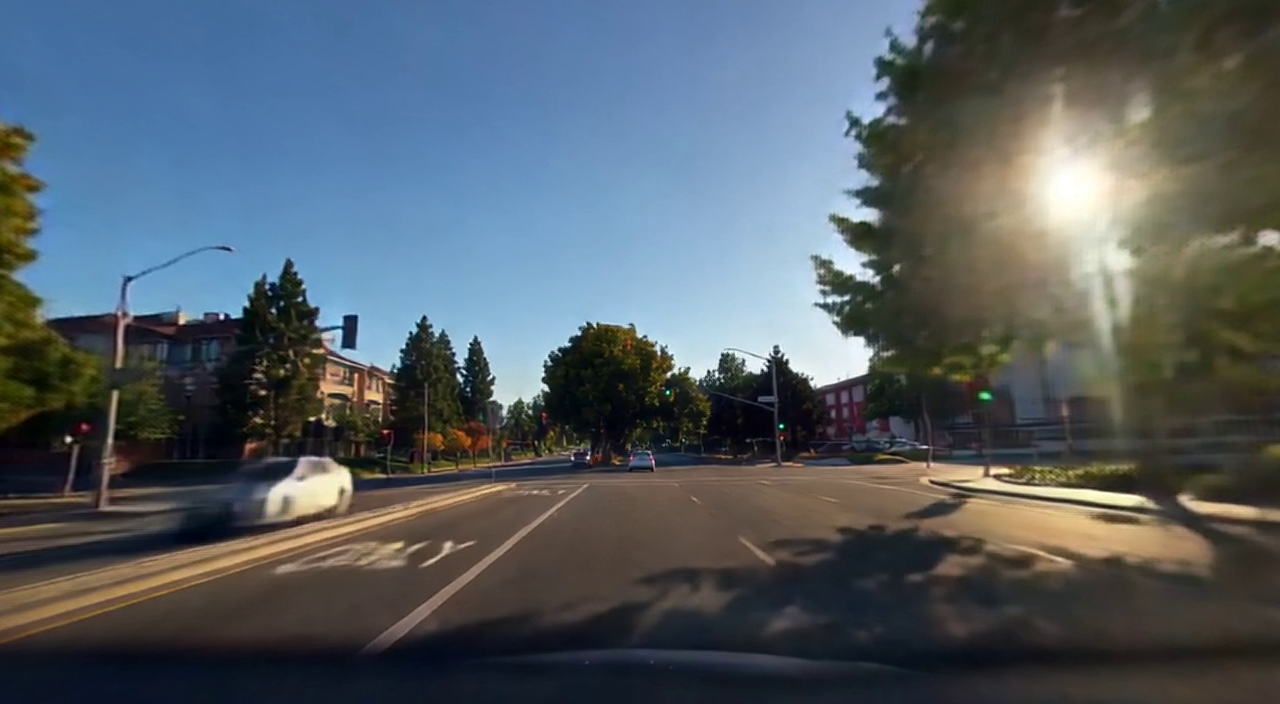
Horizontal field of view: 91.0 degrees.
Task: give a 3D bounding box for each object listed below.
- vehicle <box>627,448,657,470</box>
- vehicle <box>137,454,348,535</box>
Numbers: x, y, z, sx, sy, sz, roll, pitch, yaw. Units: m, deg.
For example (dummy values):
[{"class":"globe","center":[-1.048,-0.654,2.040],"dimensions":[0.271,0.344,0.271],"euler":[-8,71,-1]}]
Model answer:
[{"class":"vehicle","center":[0.117,7.654,45.231],"dimensions":[2.064,1.477,3.968],"euler":[0,-9,0]},{"class":"vehicle","center":[-8.633,3.078,14.268],"dimensions":[1.887,1.480,4.446],"euler":[0,-9,0]}]
